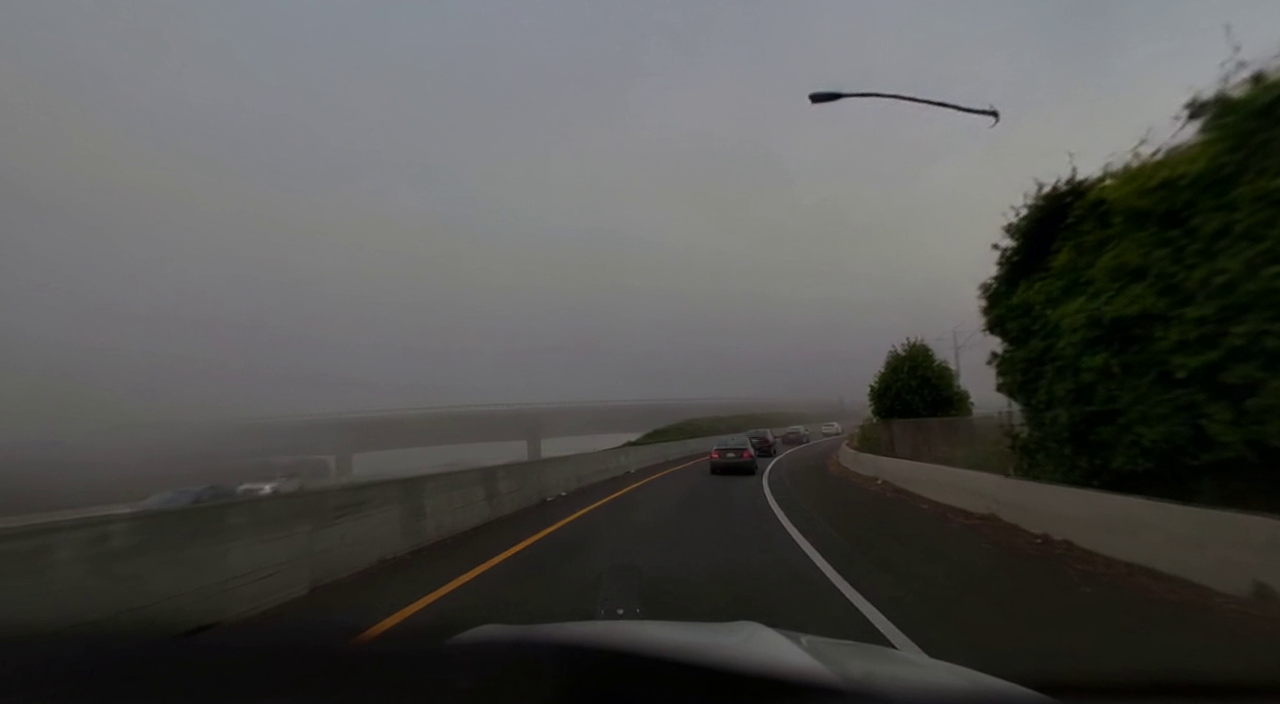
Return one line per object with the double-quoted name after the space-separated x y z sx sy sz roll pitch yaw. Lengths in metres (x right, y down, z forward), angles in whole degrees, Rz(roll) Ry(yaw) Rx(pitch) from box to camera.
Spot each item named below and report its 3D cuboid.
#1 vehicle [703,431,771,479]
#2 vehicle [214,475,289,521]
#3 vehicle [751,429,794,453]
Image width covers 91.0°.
3.493 3.573 22.093 2.091 1.482 4.321 -2 -9 11 "vehicle"
-15.725 5.875 25.679 1.879 1.449 4.002 3 -9 -22 "vehicle"
8.561 5.728 40.433 2.078 1.474 4.165 -3 -9 20 "vehicle"
